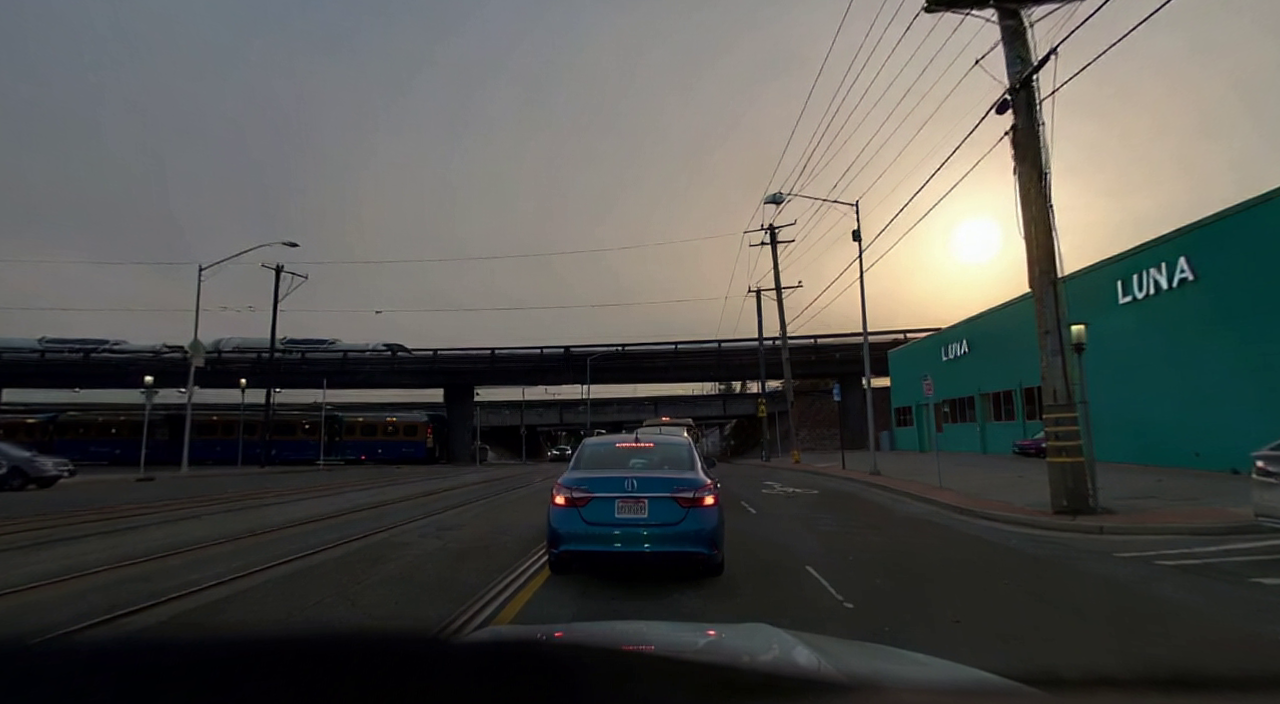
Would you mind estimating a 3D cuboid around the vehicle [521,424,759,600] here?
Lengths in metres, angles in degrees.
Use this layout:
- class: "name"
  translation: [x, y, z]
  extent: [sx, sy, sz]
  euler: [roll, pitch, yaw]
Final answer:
- class: "vehicle"
  translation: [0.086, 1.714, 7.613]
  extent: [2.090, 1.518, 4.033]
  euler: [-1, -9, 3]

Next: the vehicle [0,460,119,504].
- class: "vehicle"
  translation: [-21.944, 4.678, 22.828]
  extent: [4.566, 1.453, 1.935]
  euler: [-1, -9, 5]
